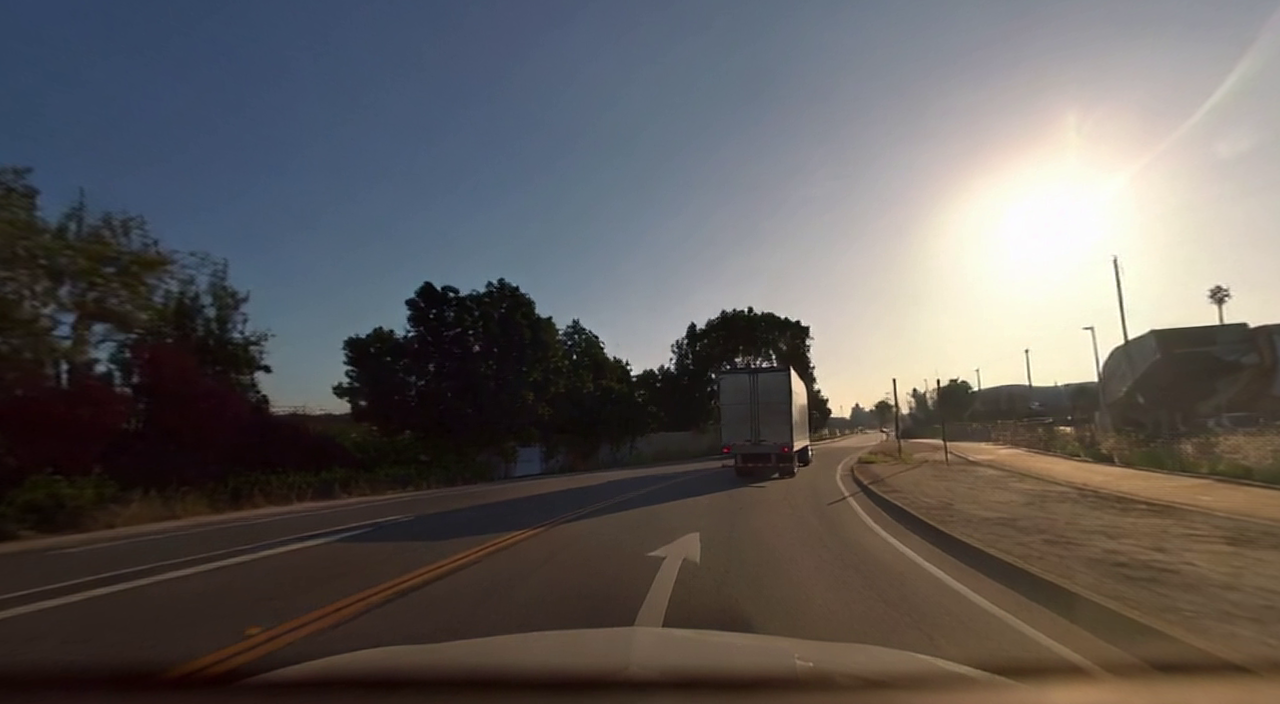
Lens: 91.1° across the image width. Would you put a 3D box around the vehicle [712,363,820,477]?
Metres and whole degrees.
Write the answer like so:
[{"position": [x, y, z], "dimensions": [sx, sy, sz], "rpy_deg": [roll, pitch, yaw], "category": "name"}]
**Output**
[{"position": [5.564, 2.937, 25.954], "dimensions": [2.837, 3.712, 10.484], "rpy_deg": [-3, -8, 19], "category": "vehicle"}]
